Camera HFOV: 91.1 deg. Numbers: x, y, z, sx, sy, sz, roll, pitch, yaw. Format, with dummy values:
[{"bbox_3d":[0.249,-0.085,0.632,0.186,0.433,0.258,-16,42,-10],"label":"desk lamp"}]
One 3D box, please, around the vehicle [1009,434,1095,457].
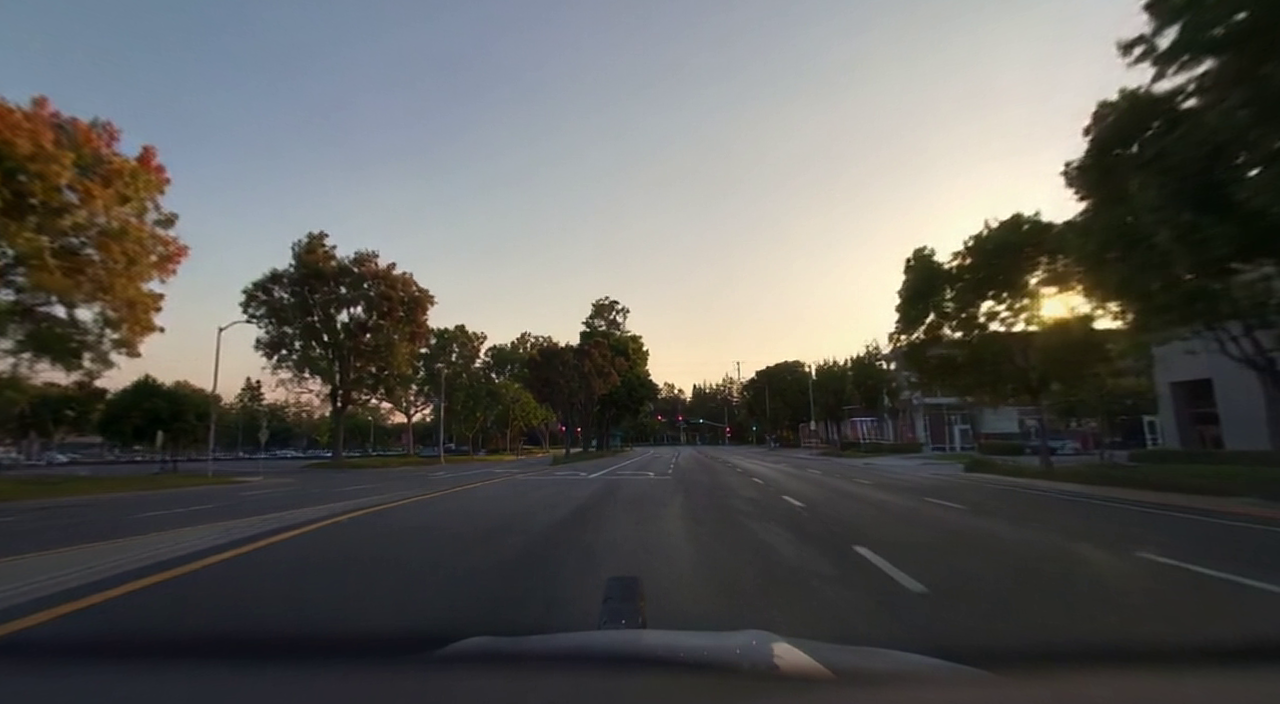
[{"bbox_3d":[27.747,6.312,42.365,4.440,1.378,1.936,0,-6,5],"label":"vehicle"}]
